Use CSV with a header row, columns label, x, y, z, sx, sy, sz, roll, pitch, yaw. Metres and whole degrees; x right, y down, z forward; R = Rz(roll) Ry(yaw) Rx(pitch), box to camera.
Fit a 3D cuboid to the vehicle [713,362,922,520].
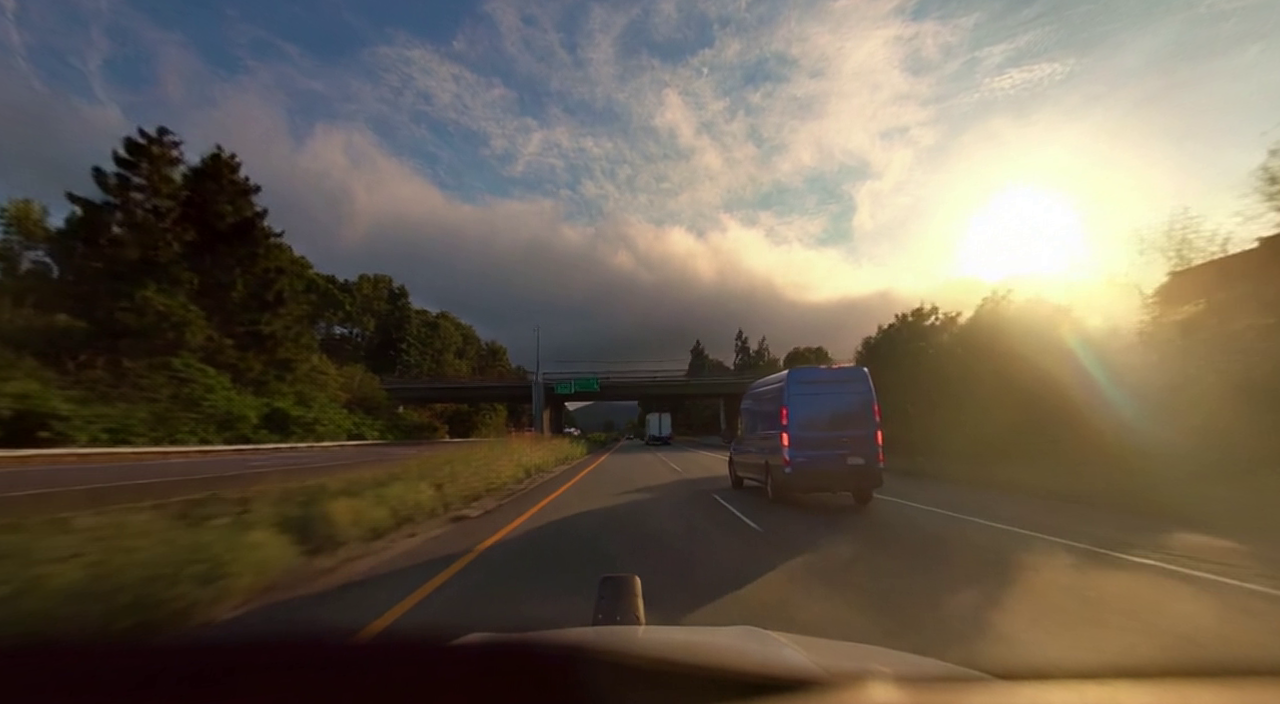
label,x,y,z,sx,sy,sz,roll,pitch,yaw
vehicle,3.283,1.873,13.520,2.570,2.596,6.082,0,-8,-1
